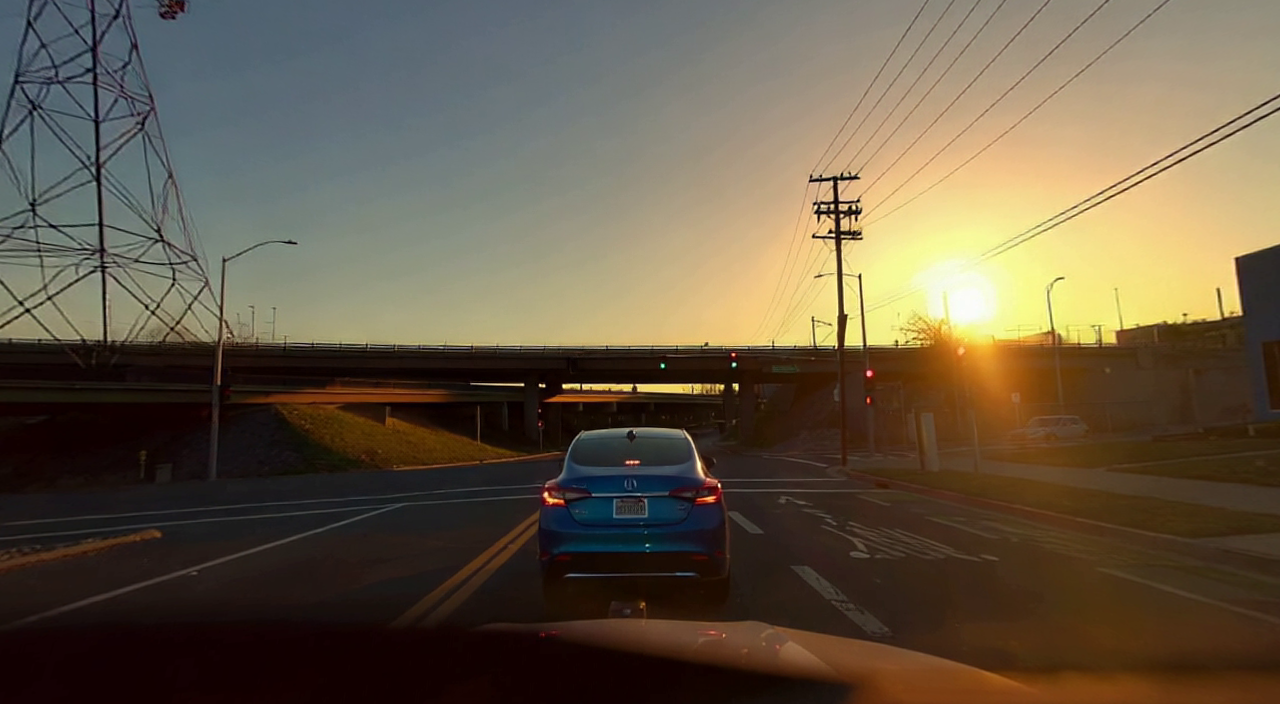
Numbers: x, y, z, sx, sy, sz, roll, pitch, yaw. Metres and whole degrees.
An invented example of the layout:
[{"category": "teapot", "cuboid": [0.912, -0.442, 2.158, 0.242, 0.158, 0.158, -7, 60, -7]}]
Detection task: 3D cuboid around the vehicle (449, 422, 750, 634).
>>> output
[{"category": "vehicle", "cuboid": [-0.245, 1.533, 6.468, 2.090, 1.458, 4.033, -1, -9, 1]}]
